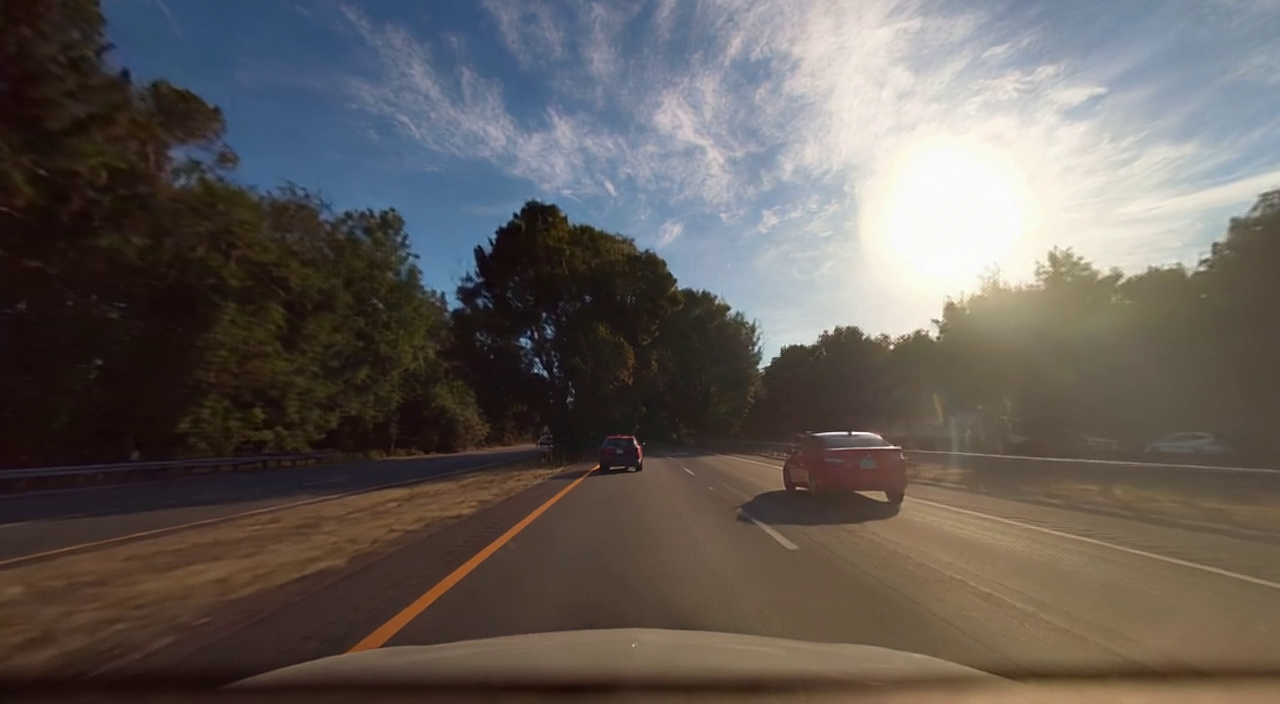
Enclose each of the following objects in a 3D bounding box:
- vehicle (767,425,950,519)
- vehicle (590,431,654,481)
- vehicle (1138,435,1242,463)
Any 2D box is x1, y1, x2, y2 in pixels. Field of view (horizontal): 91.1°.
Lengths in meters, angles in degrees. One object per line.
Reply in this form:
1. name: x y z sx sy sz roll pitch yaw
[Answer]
1. vehicle: 4.022 2.253 12.485 2.010 1.508 4.285 0 -8 -1
2. vehicle: -0.535 3.337 20.514 1.897 1.479 3.724 0 -8 0
3. vehicle: 33.384 5.870 38.365 1.969 1.556 4.739 0 -8 -1
